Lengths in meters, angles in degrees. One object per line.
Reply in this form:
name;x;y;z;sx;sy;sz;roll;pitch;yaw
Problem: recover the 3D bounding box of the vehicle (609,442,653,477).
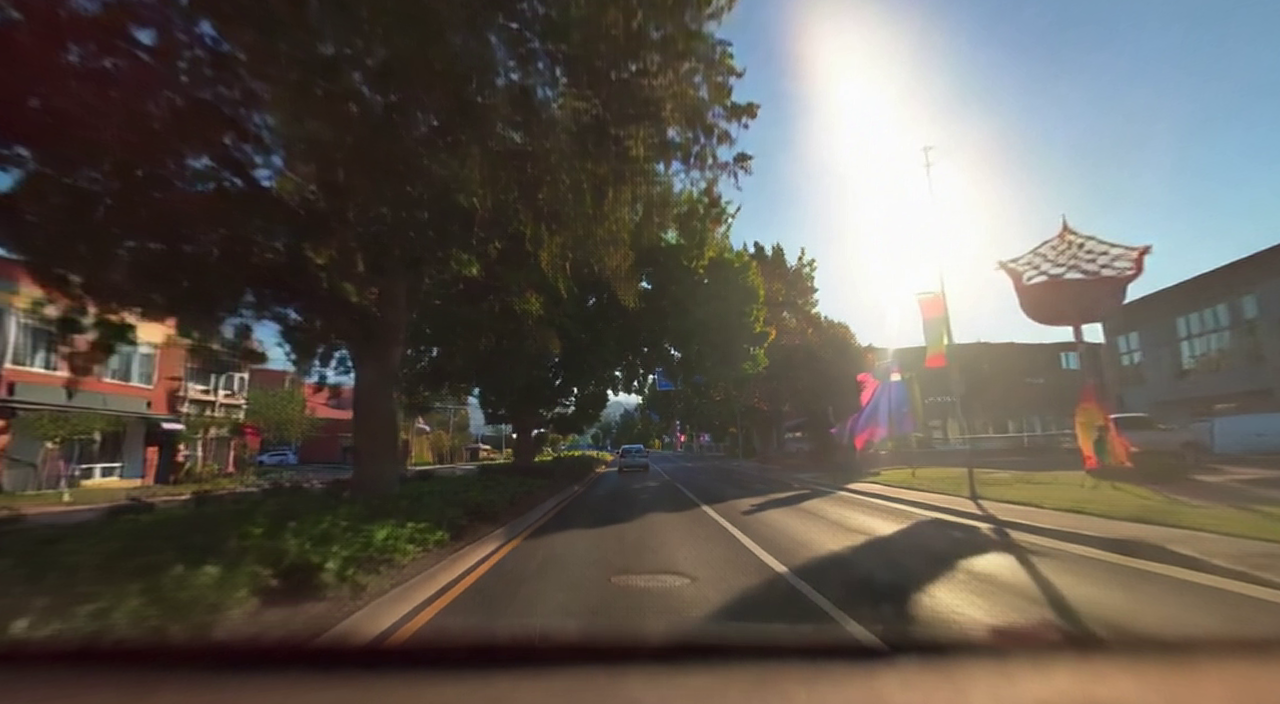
vehicle;-0.438;5.833;34.282;2.235;1.719;4.292;2;-9;1
